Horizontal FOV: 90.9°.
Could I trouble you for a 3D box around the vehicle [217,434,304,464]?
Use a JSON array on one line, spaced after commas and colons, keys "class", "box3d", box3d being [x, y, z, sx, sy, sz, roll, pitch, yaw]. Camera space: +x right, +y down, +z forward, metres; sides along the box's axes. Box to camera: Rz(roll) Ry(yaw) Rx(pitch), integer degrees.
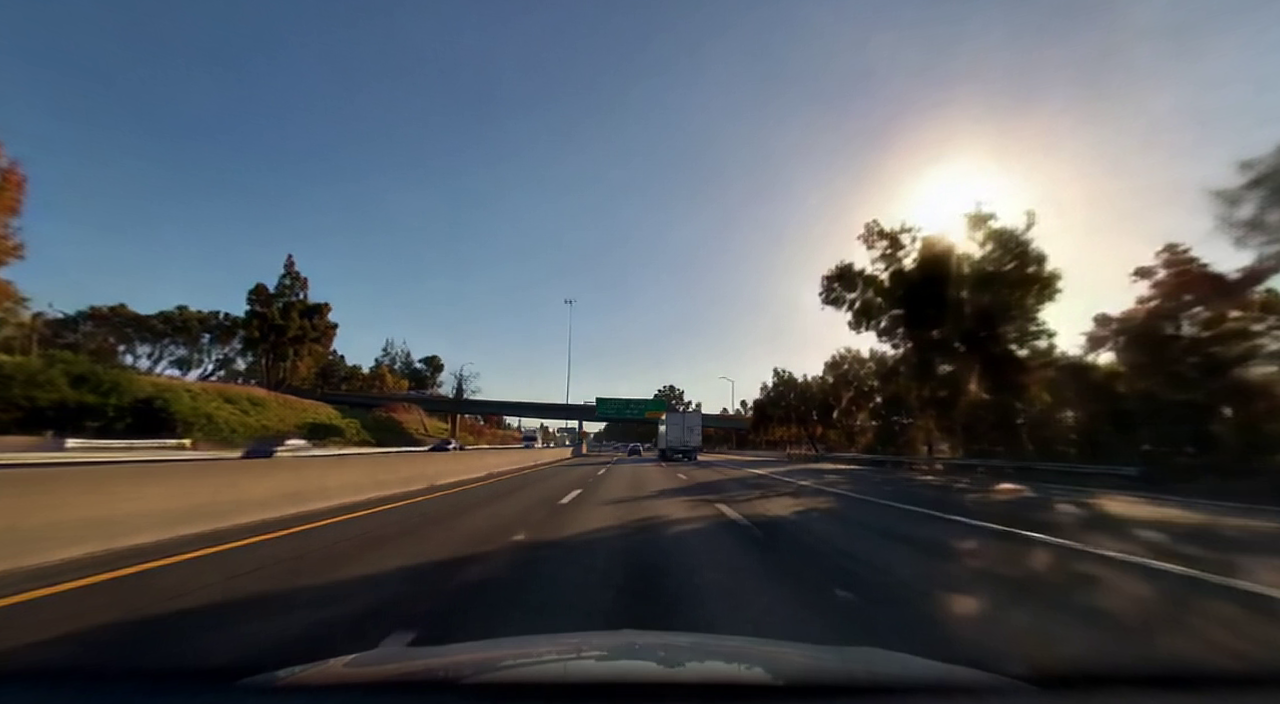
[{"class": "vehicle", "box3d": [-19.686, 5.063, 32.903, 1.787, 1.457, 4.417, 0, -9, 0]}]
